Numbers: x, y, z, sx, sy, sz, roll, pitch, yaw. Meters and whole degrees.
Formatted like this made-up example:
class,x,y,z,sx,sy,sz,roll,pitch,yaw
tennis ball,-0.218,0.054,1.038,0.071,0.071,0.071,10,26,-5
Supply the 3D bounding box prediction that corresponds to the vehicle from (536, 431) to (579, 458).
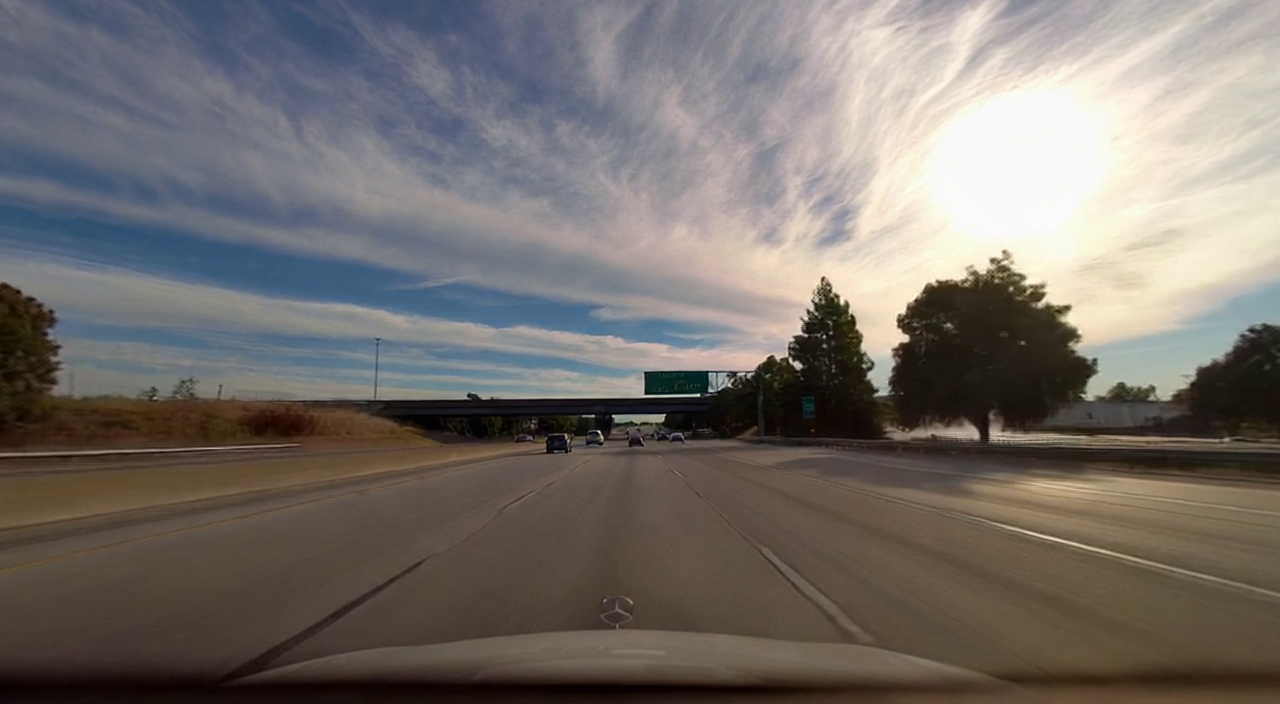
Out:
class,x,y,z,sx,sy,sz,roll,pitch,yaw
vehicle,-4.696,5.344,36.537,1.933,1.473,4.023,0,-8,0
